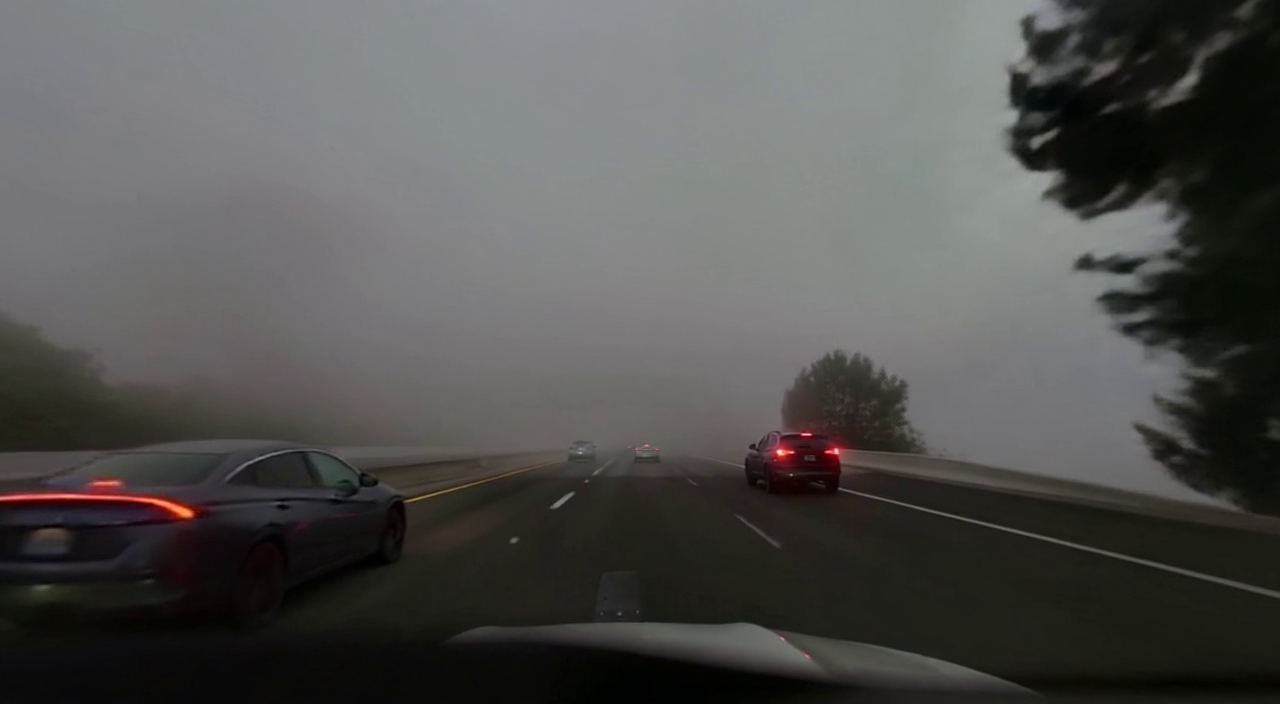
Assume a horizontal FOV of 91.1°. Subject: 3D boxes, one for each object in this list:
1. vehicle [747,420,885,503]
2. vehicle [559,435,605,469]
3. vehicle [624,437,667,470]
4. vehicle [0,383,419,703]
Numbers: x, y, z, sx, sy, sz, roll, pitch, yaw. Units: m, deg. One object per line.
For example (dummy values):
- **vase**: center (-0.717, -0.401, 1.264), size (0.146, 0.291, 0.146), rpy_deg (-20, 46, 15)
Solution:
- **vehicle**: center (4.050, 2.605, 15.297), size (2.025, 1.707, 4.279), rpy_deg (0, -8, -1)
- **vehicle**: center (-3.082, 5.434, 34.309), size (2.044, 1.682, 4.201), rpy_deg (-1, -8, 1)
- **vehicle**: center (0.278, 5.146, 31.884), size (2.049, 1.542, 3.816), rpy_deg (0, -8, 1)
- **vehicle**: center (-3.453, 1.222, 4.504), size (2.066, 1.561, 4.495), rpy_deg (0, -8, 0)
